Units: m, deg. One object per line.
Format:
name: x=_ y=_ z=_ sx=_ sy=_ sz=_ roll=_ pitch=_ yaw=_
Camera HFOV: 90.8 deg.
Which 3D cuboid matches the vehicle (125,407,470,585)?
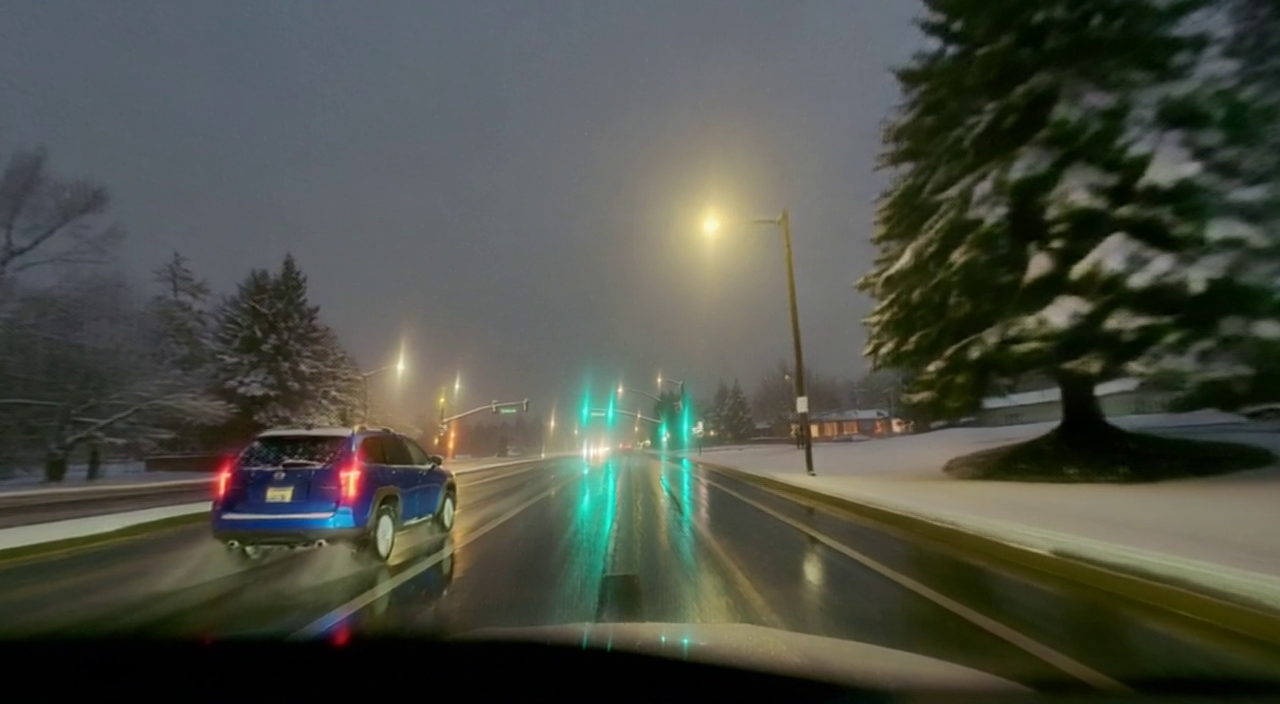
vehicle: x=-3.953 y=1.737 z=8.450 sx=2.121 sy=1.724 sz=4.392 roll=0 pitch=-9 yaw=0
